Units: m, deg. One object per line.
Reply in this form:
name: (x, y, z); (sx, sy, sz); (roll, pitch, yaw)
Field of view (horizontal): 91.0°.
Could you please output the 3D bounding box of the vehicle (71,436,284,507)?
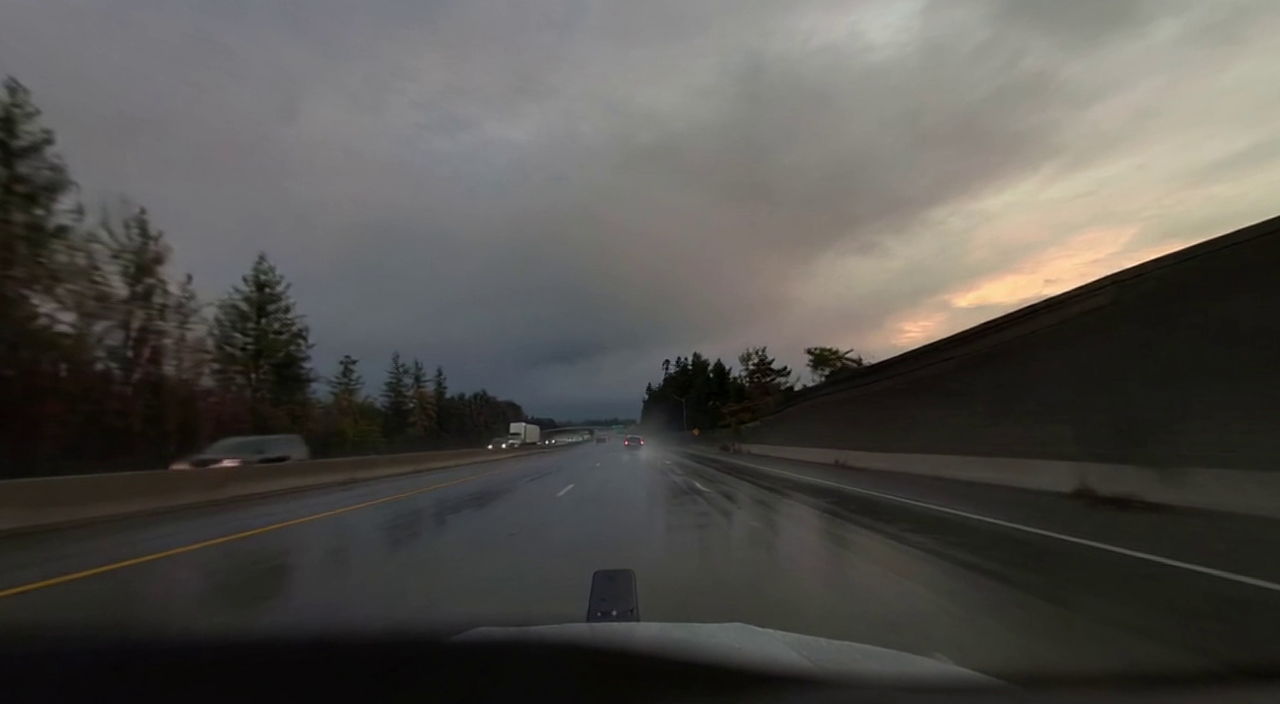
vehicle: (-11.607, 2.986, 16.336); (2.109, 1.557, 4.531); (0, -8, 0)
